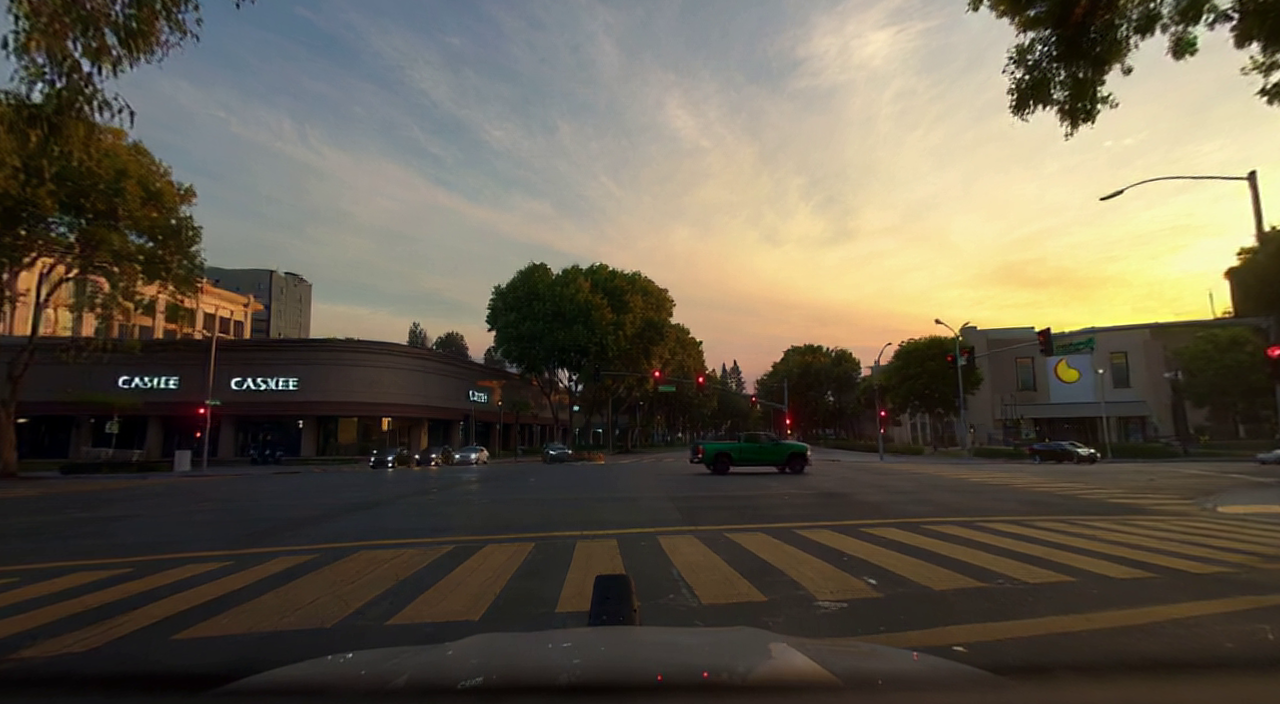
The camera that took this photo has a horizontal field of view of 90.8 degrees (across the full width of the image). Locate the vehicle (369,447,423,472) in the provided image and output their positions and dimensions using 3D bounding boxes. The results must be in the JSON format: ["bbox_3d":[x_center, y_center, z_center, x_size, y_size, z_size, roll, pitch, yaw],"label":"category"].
[{"bbox_3d":[-16.245,7.138,42.240,1.883,1.586,4.297,0,-9,0],"label":"vehicle"}]

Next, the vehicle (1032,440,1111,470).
[{"bbox_3d":[26.359,6.269,38.551,4.541,1.731,2.007,5,-10,-28],"label":"vehicle"}]

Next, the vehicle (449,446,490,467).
[{"bbox_3d":[-12.611,7.759,47.090,1.946,1.474,4.008,0,-9,0],"label":"vehicle"}]

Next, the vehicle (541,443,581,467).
[{"bbox_3d":[-5.338,6.842,42.265,1.879,1.464,4.457,3,-9,-17],"label":"vehicle"}]

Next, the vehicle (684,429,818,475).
[{"bbox_3d":[5.103,4.617,29.288,5.667,1.927,2.289,-4,-9,25],"label":"vehicle"}]
